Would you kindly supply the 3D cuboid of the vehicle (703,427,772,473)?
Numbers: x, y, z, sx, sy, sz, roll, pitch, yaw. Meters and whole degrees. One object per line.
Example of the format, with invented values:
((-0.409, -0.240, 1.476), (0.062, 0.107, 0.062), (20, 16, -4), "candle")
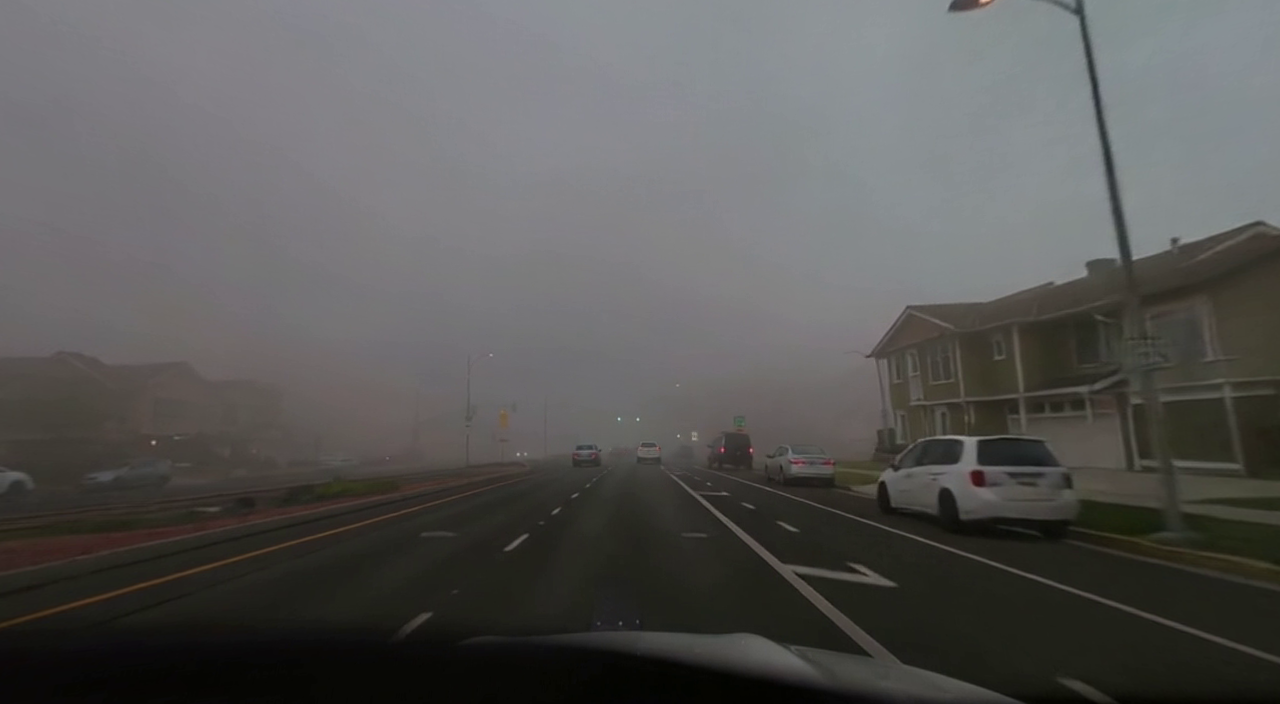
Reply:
((5.455, 5.686, 36.799), (2.763, 2.329, 7.864), (-1, -9, 0), "vehicle")

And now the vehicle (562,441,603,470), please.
((-3.712, 6.787, 41.460), (2.233, 1.775, 4.491), (0, -9, 1), "vehicle")

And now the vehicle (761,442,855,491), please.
((5.776, 3.979, 22.311), (1.910, 1.520, 4.375), (0, -9, -3), "vehicle")

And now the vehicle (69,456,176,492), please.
((-25.603, 6.026, 31.453), (1.794, 1.595, 4.123), (0, -9, 0), "vehicle")

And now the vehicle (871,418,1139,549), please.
((5.803, 2.139, 10.932), (2.020, 1.762, 4.559), (0, -9, 2), "vehicle")

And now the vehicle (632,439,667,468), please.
((0.608, 7.072, 44.178), (2.273, 1.851, 5.075), (0, -9, -1), "vehicle")
